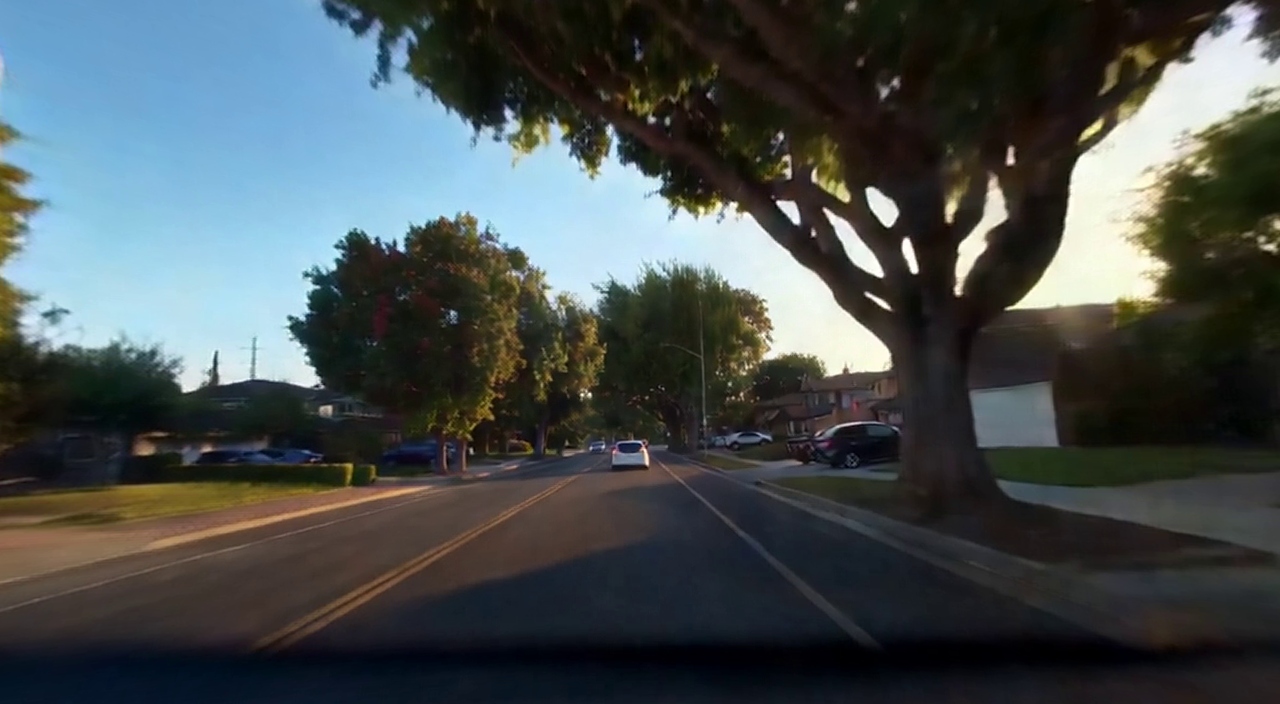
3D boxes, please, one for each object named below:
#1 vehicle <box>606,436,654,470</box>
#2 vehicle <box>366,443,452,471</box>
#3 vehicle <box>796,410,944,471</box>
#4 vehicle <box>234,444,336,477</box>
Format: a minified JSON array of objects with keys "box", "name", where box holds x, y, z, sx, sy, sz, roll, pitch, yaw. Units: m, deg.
[{"box":[-0.409,4.718,29.649,2.098,1.483,4.099,0,-8,0],"name":"vehicle"},{"box":[-14.801,6.756,40.657,4.608,1.743,2.222,-1,-8,7],"name":"vehicle"},{"box":[8.311,3.235,23.188,4.513,1.617,1.998,-7,-8,-1],"name":"vehicle"},{"box":[-17.077,5.152,30.347,4.608,1.481,1.890,-4,-9,26],"name":"vehicle"}]
